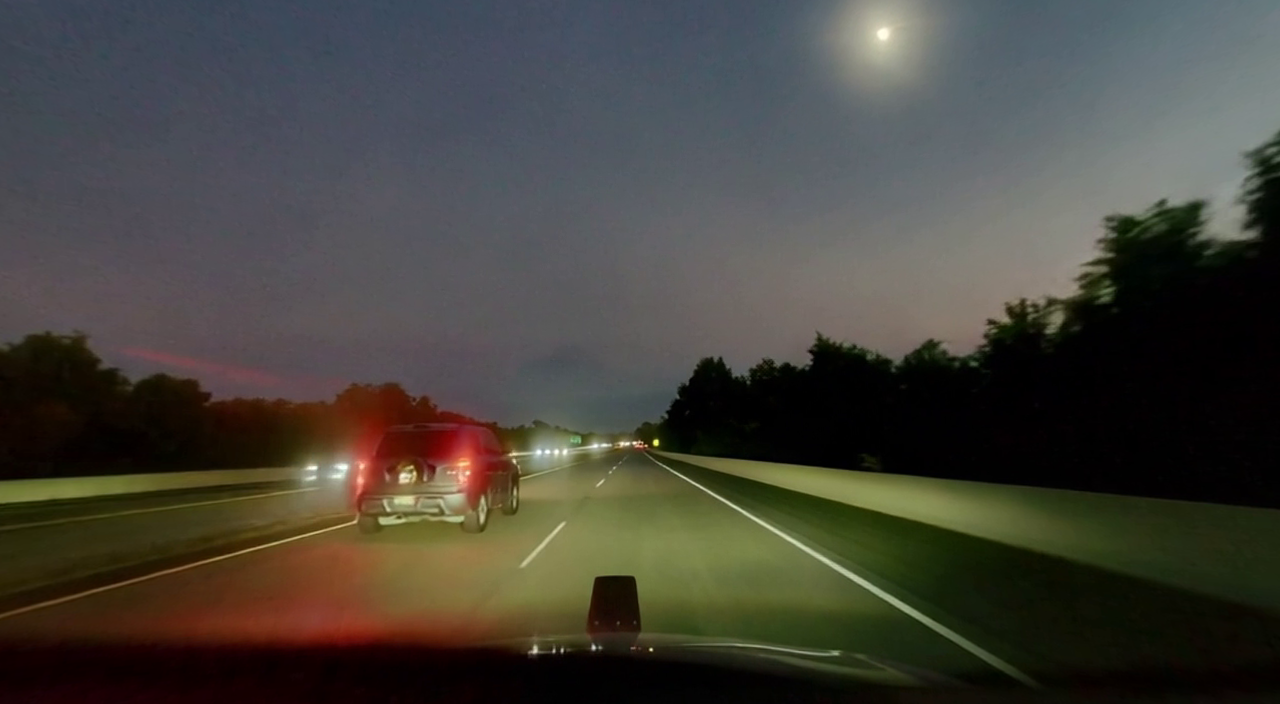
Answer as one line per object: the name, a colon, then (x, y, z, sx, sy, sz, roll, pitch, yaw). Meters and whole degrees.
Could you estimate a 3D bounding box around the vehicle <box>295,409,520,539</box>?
vehicle: (-3.704, 2.073, 11.129, 2.292, 1.802, 4.481, 0, -9, 0)
